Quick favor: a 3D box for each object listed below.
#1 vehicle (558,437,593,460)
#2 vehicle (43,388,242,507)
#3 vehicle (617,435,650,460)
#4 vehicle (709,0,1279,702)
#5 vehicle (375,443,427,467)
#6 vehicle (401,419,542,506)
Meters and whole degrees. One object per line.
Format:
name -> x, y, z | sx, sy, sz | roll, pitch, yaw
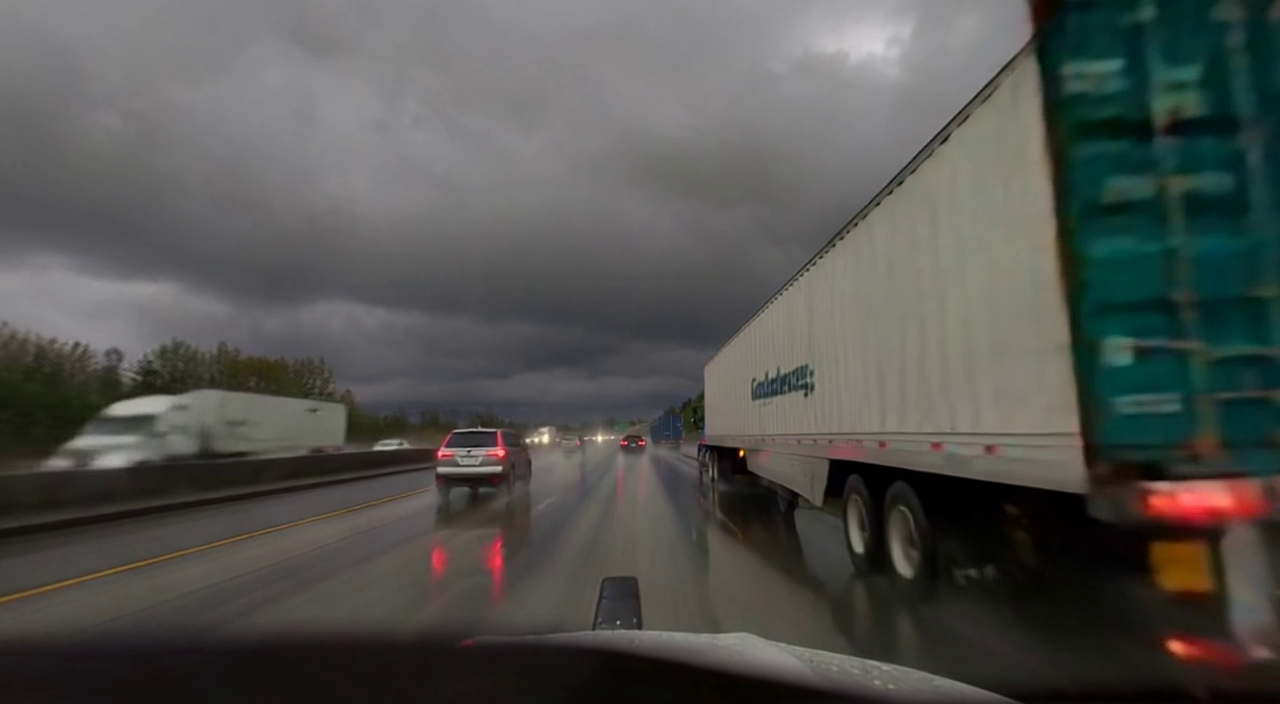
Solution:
vehicle -> -4.387, 6.624, 43.476 | 2.021, 1.514, 4.190 | 0, -8, -1
vehicle -> -19.982, 3.823, 25.848 | 3.399, 4.308, 5.546 | 0, -7, -1
vehicle -> -0.441, 6.276, 41.593 | 2.088, 1.567, 4.240 | 0, -8, -1
vehicle -> 3.607, 0.688, 10.605 | 2.959, 4.058, 14.485 | 0, -8, -1
vehicle -> -16.118, 6.929, 42.612 | 1.840, 1.483, 4.105 | -1, -8, 0
vehicle -> -3.658, 2.464, 14.600 | 2.054, 1.671, 4.445 | 0, -8, 0
